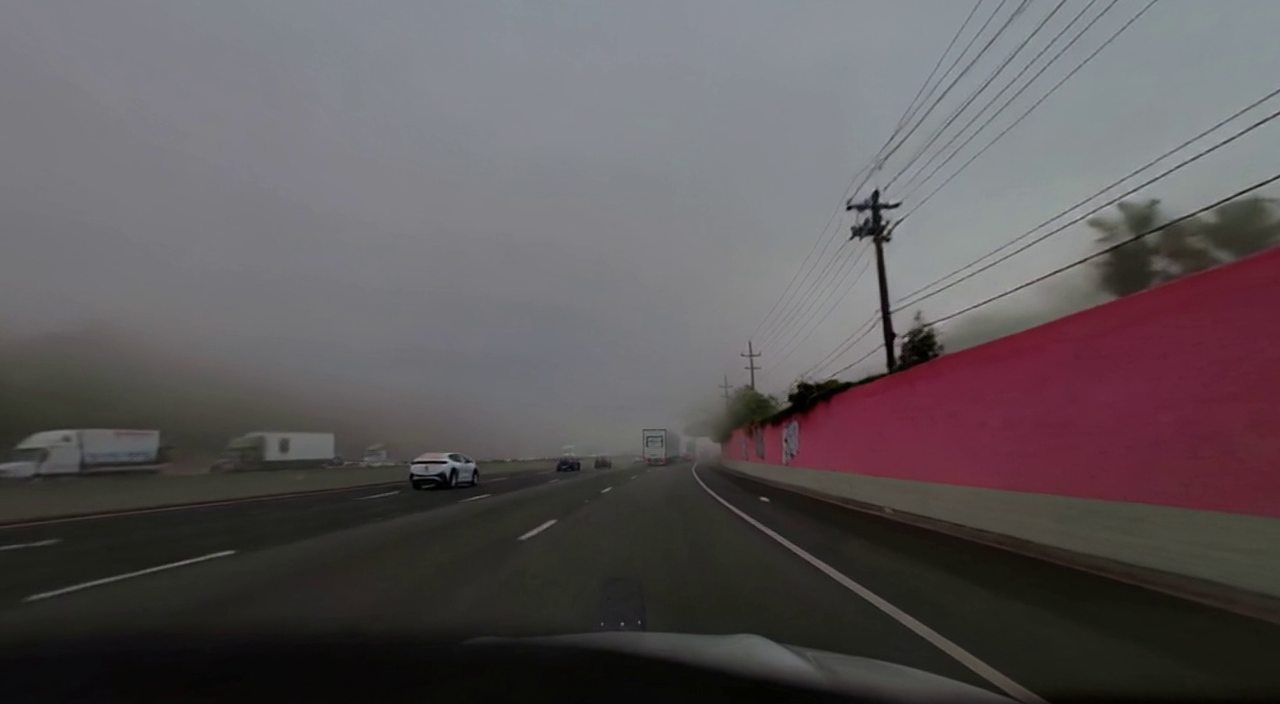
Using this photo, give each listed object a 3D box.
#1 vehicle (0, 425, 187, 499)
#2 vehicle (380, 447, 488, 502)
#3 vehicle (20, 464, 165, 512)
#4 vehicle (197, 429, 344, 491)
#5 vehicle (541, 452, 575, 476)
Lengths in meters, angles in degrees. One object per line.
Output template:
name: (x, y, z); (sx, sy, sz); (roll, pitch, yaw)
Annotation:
vehicle: (-26.294, 5.229, 30.426); (2.532, 3.078, 7.751); (-1, -9, 4)
vehicle: (-6.353, 3.799, 19.904); (1.966, 1.565, 3.766); (-1, -9, 3)
vehicle: (-18.857, 4.676, 21.914); (1.845, 1.428, 3.427); (-1, -9, 2)
vehicle: (-21.957, 6.518, 38.387); (2.878, 3.290, 9.214); (-1, -9, 3)
vehicle: (-5.354, 7.351, 41.354); (1.708, 1.489, 2.840); (-1, -9, 4)
